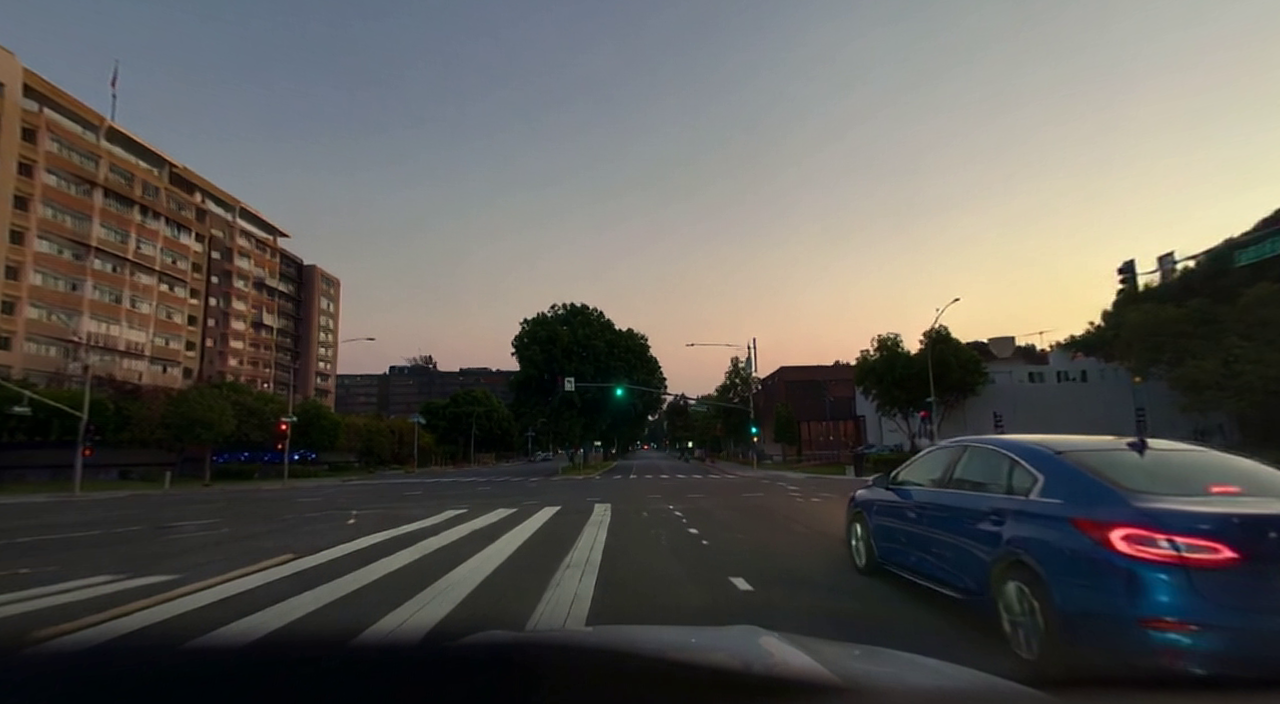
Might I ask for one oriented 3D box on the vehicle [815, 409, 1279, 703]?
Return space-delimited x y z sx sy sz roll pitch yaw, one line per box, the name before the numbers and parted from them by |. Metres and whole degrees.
vehicle | 3.143 1.356 4.952 2.089 1.539 4.767 0 -9 -1
